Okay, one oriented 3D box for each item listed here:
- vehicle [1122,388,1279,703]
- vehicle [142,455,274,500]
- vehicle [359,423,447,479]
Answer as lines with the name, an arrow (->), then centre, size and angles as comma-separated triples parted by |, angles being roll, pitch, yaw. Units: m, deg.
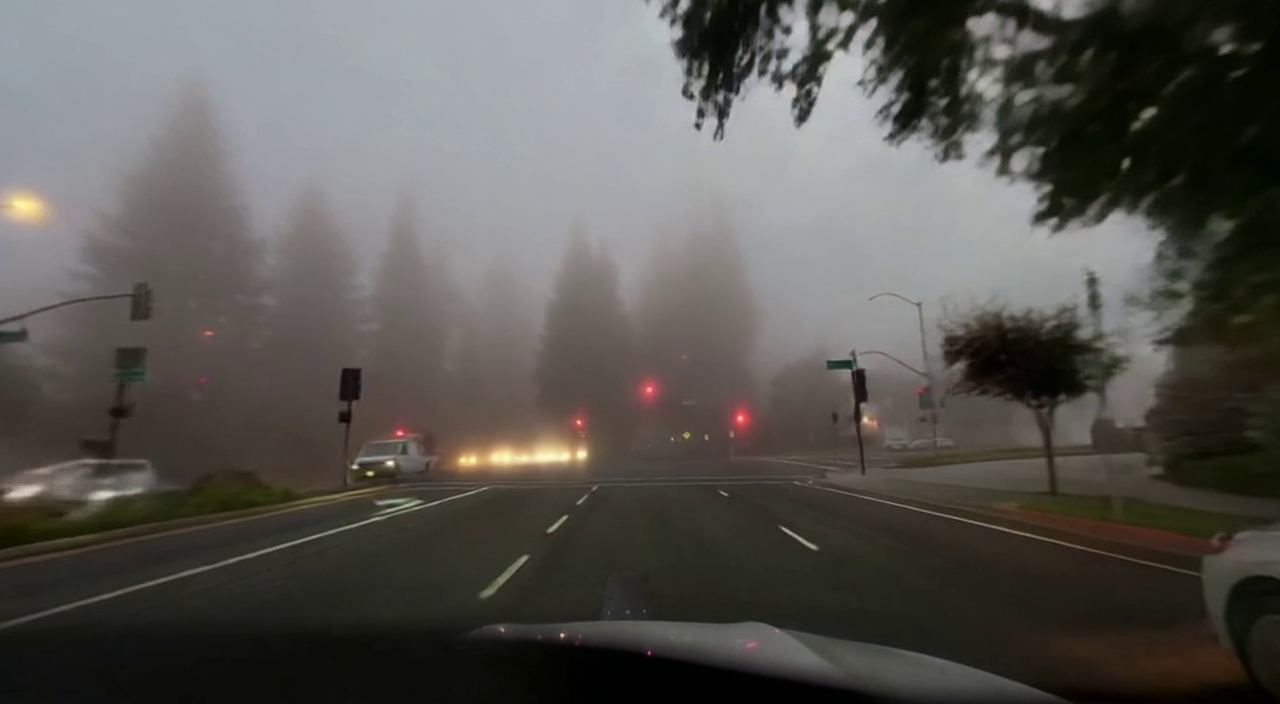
vehicle -> 4.198, 0.847, 2.289 | 2.018, 1.591, 3.564 | -1, -9, 0
vehicle -> -16.852, 4.886, 24.939 | 1.946, 1.502, 4.557 | -1, -9, 1
vehicle -> -13.151, 5.547, 35.521 | 2.357, 2.798, 6.419 | -1, -9, 1
